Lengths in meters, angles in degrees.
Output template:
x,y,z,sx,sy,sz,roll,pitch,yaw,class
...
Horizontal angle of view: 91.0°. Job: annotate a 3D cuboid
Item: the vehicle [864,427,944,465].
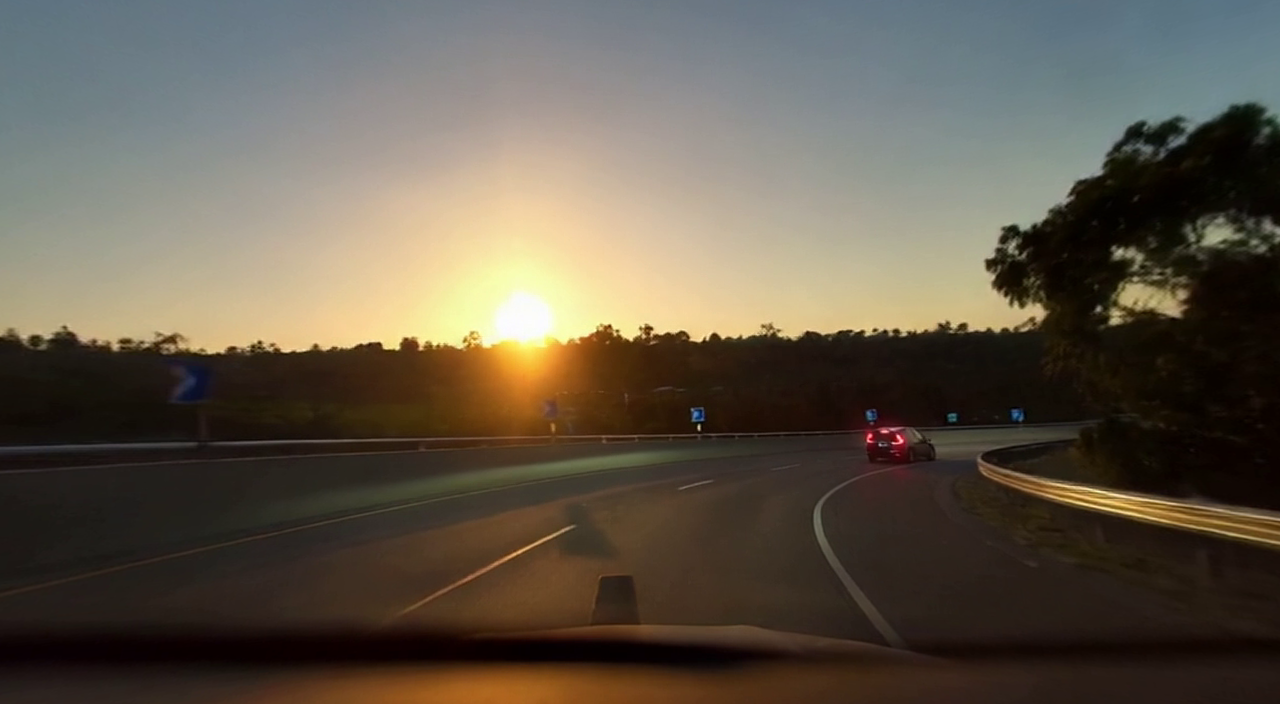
x,y,z,sx,sy,sz,roll,pitch,yaw,class
11.725,4.121,27.804,2.028,1.440,3.970,-3,-8,42,vehicle
